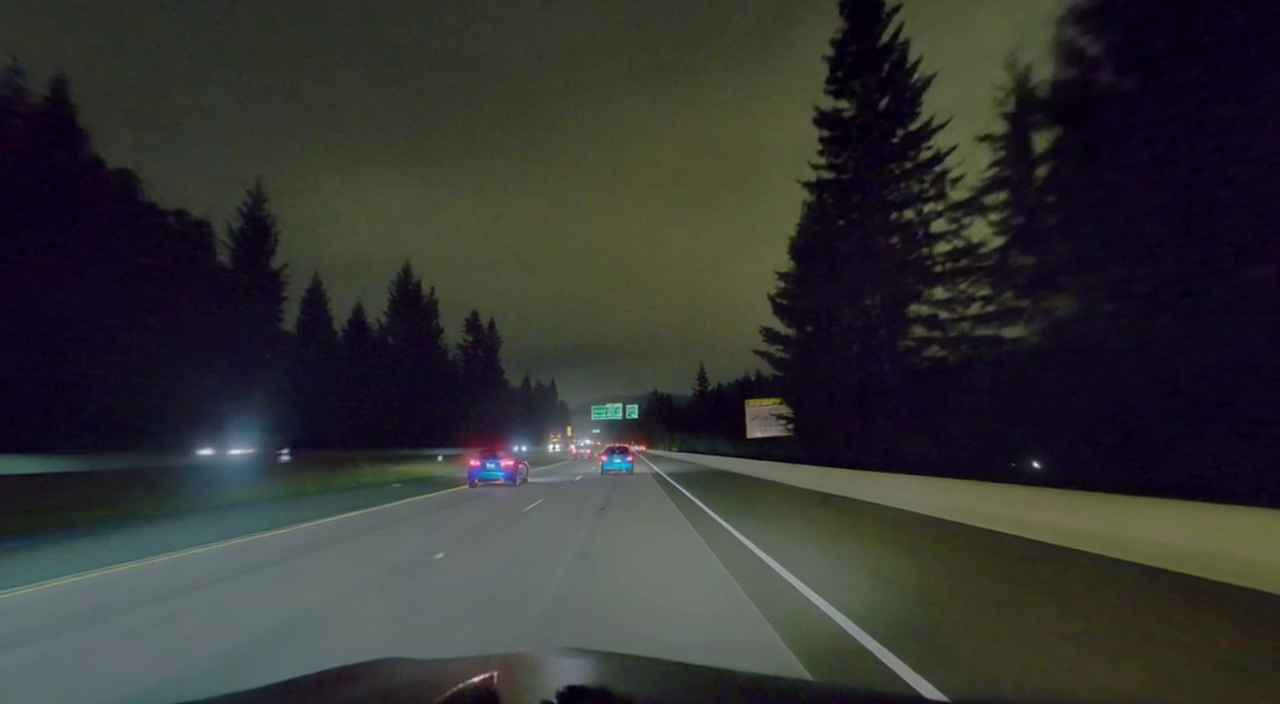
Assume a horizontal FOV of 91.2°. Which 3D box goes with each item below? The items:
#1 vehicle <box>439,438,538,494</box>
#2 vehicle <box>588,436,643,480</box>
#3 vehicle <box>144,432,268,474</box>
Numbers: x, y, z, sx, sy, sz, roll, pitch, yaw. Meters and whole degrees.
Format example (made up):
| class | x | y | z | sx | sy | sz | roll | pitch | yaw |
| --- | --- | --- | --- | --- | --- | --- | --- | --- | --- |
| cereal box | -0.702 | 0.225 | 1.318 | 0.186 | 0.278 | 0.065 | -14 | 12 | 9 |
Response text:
| class | x | y | z | sx | sy | sz | roll | pitch | yaw |
| --- | --- | --- | --- | --- | --- | --- | --- | --- | --- |
| vehicle | -4.835 | 3.707 | 20.761 | 2.103 | 1.588 | 4.709 | -1 | -9 | 0 |
| vehicle | -1.035 | 4.573 | 27.253 | 2.220 | 1.711 | 4.056 | 0 | -9 | -1 |
| vehicle | -18.378 | 4.317 | 26.892 | 1.993 | 1.634 | 4.730 | 0 | -9 | -1 |
